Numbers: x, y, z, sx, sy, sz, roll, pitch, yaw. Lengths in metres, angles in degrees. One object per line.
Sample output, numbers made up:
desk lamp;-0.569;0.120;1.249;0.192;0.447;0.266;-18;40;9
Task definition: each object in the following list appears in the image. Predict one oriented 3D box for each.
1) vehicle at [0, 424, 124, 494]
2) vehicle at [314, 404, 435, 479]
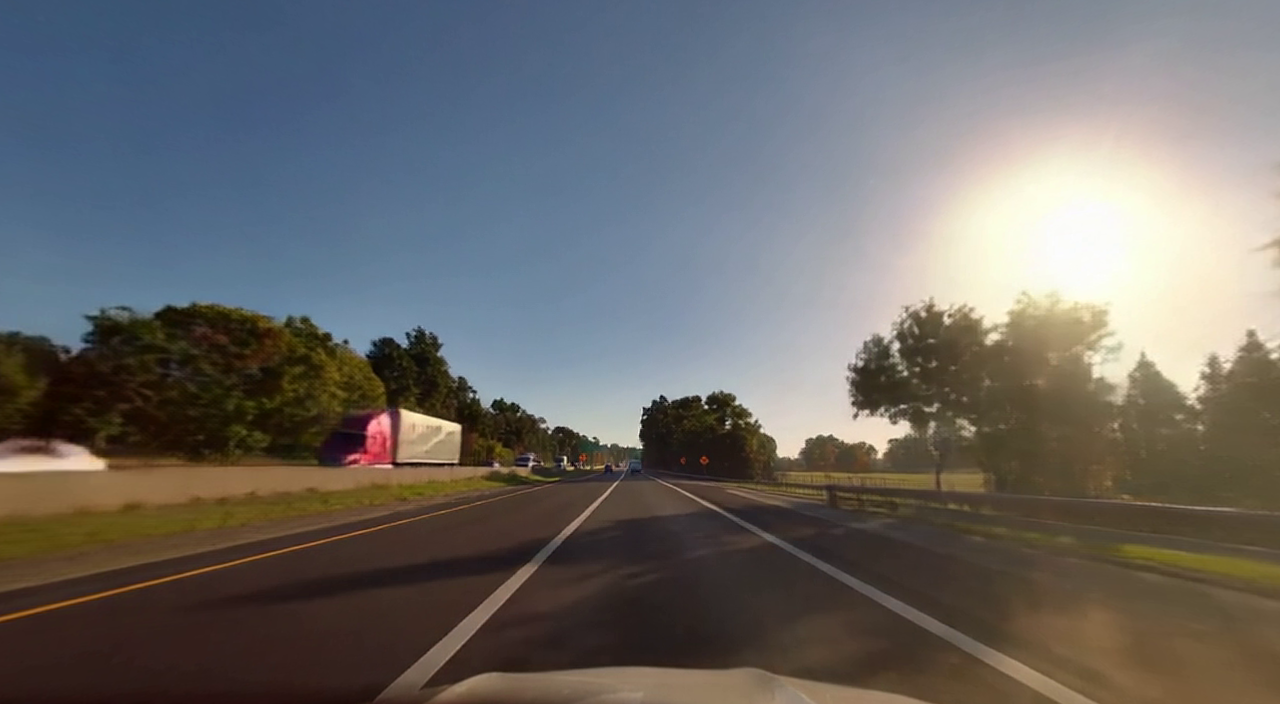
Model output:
vehicle;-15.673;2.669;15.662;1.889;1.586;4.435;1;-10;0
vehicle;-16.008;5.760;39.249;2.974;3.982;10.261;1;-10;0
